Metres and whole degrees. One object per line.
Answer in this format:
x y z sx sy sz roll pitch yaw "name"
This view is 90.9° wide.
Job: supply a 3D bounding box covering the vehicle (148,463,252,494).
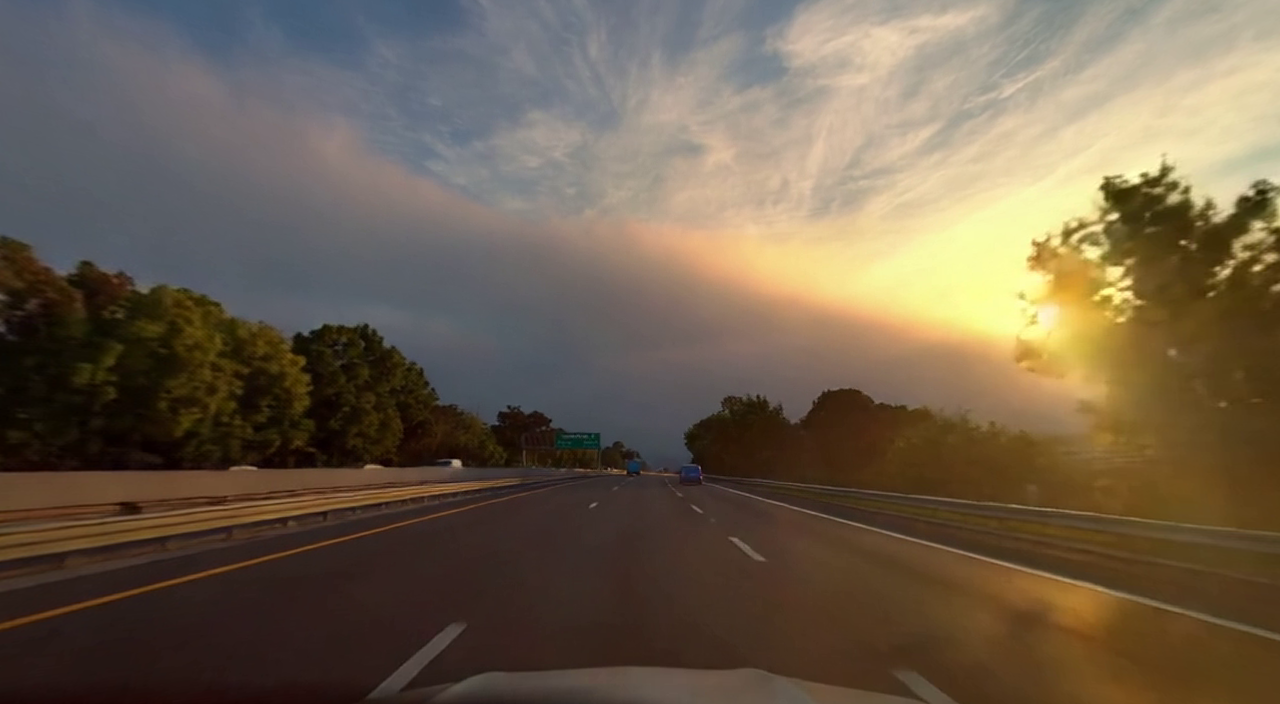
-20.672 5.950 29.833 1.917 1.373 4.065 0 -10 2 "vehicle"
